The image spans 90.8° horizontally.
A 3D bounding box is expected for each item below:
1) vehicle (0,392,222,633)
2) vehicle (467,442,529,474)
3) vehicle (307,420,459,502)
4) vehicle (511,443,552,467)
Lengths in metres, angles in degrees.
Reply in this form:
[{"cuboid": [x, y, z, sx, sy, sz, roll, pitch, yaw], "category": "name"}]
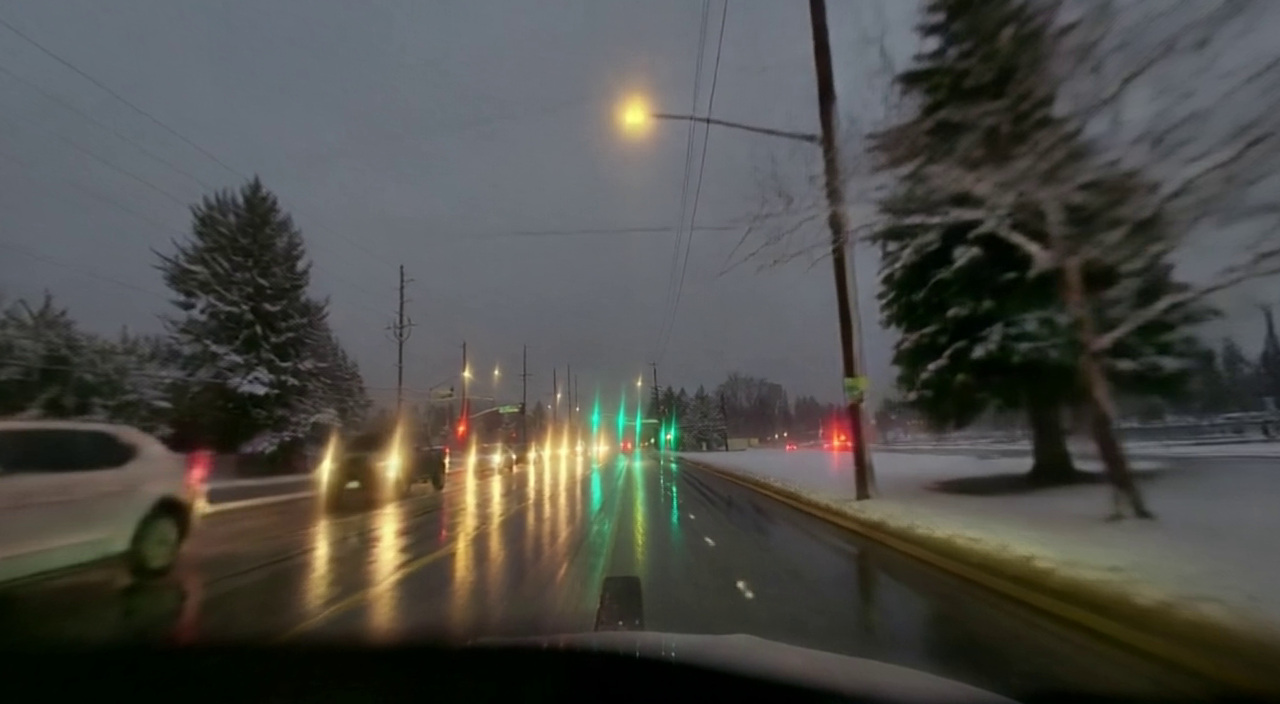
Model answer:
[{"cuboid": [-5.625, 1.220, 4.997, 2.041, 1.698, 4.094, 1, -9, -5], "category": "vehicle"}, {"cuboid": [-7.245, 5.473, 32.865, 2.030, 1.482, 4.818, 0, -9, 1], "category": "vehicle"}, {"cuboid": [-6.649, 2.887, 17.110, 2.337, 1.862, 4.924, 1, -9, -4], "category": "vehicle"}, {"cuboid": [-7.187, 6.845, 42.193, 2.008, 1.456, 4.409, 0, -9, 0], "category": "vehicle"}]
